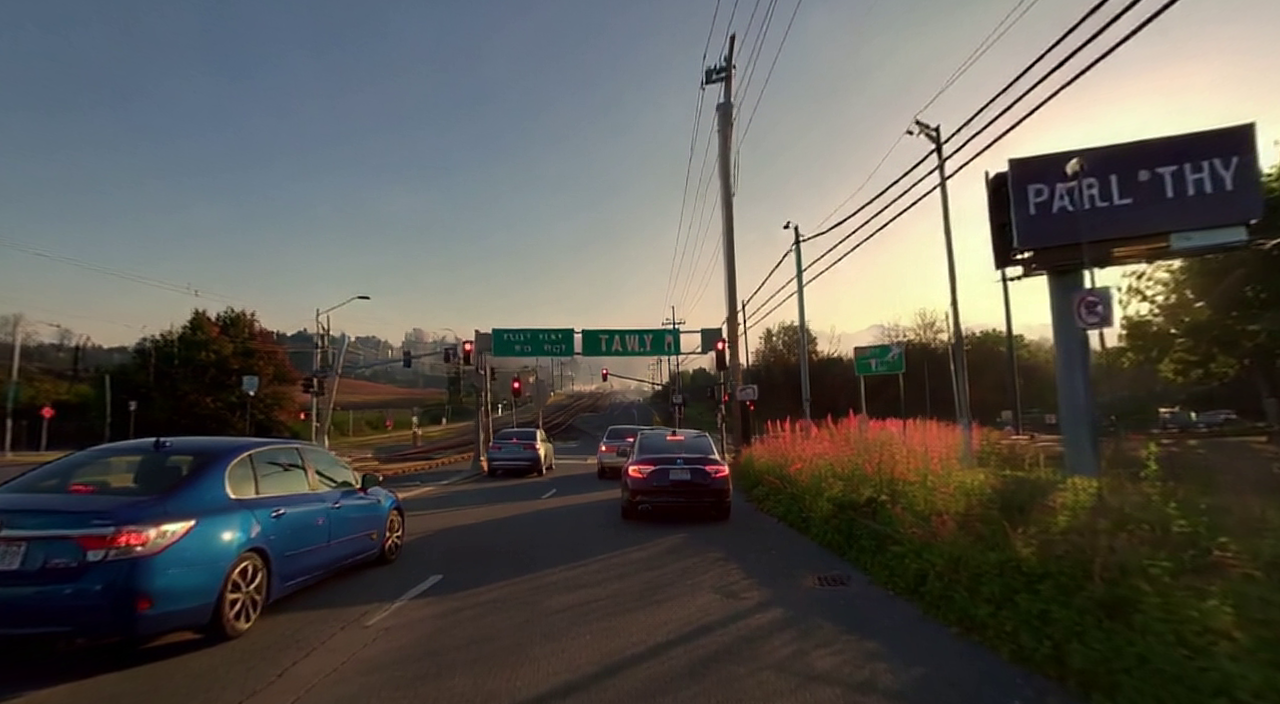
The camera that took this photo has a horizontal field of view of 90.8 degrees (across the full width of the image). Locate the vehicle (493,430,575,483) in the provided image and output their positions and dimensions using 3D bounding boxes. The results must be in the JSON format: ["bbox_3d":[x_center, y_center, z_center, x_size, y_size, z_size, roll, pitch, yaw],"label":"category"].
[{"bbox_3d":[-3.267,3.335,20.339,1.984,1.505,4.047,0,-8,-1],"label":"vehicle"}]

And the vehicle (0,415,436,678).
[{"bbox_3d":[-3.632,1.440,5.918,1.956,1.468,4.585,0,-8,-1],"label":"vehicle"}]

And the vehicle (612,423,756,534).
[{"bbox_3d":[0.531,2.057,10.854,1.998,1.529,3.960,0,-9,-3],"label":"vehicle"}]
